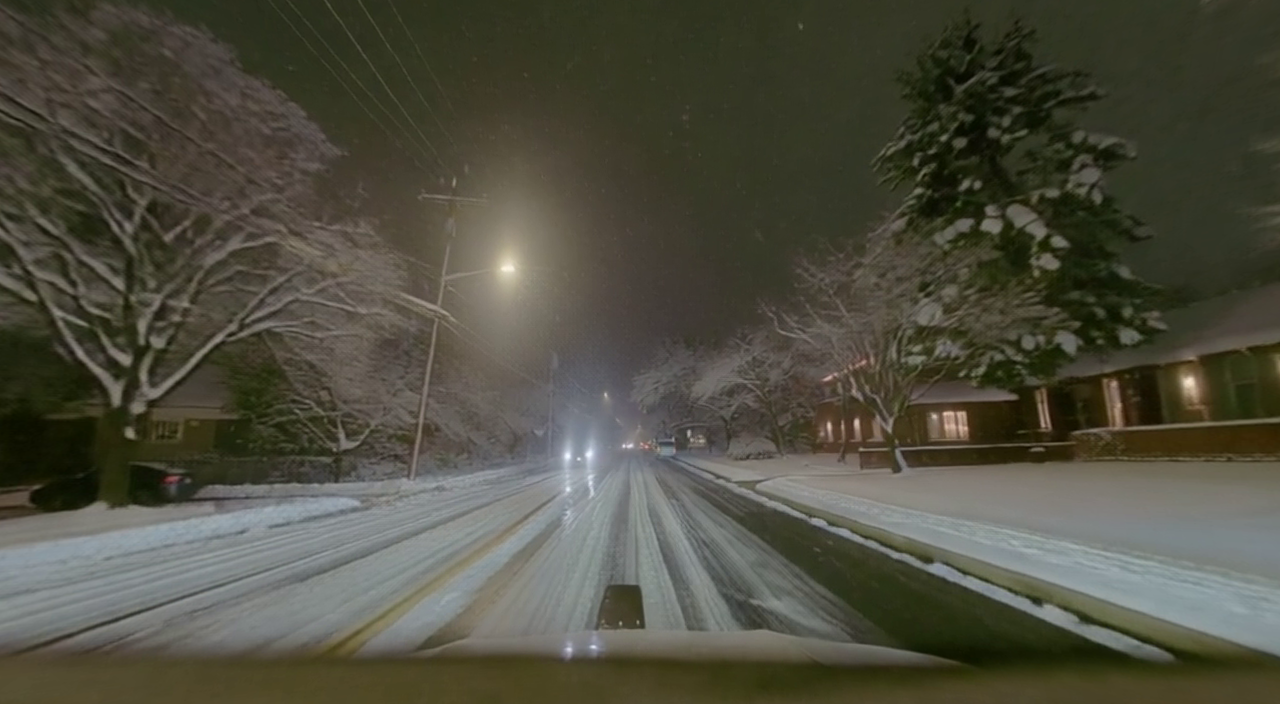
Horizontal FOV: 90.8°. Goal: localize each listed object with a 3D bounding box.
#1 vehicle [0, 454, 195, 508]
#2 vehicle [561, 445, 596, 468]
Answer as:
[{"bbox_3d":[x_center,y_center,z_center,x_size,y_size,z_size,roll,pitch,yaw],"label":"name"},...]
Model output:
[{"bbox_3d":[-18.575,4.383,21.663,4.874,1.675,2.197,0,-8,-1],"label":"vehicle"},{"bbox_3d":[-4.049,6.979,42.324,1.959,1.473,4.115,0,-9,0],"label":"vehicle"}]
